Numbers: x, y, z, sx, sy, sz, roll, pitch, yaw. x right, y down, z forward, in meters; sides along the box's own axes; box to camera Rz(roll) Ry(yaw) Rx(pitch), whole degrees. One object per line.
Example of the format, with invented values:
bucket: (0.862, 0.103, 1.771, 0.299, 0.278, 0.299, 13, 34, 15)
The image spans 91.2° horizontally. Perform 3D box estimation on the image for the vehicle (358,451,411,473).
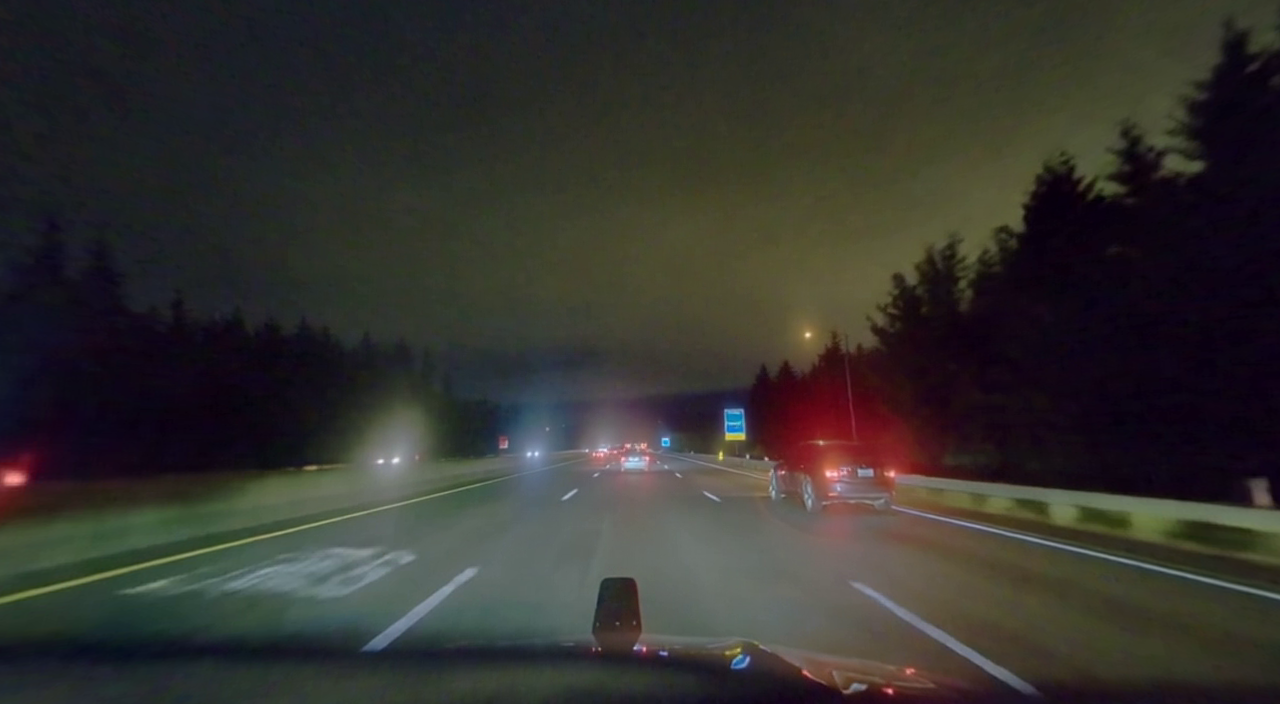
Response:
vehicle: (-17.959, 7.716, 44.262, 1.842, 1.451, 4.524, -1, -9, 0)

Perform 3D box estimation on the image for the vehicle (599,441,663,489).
vehicle: (-0.318, 3.934, 22.105, 2.066, 1.490, 3.759, -1, -9, -1)
